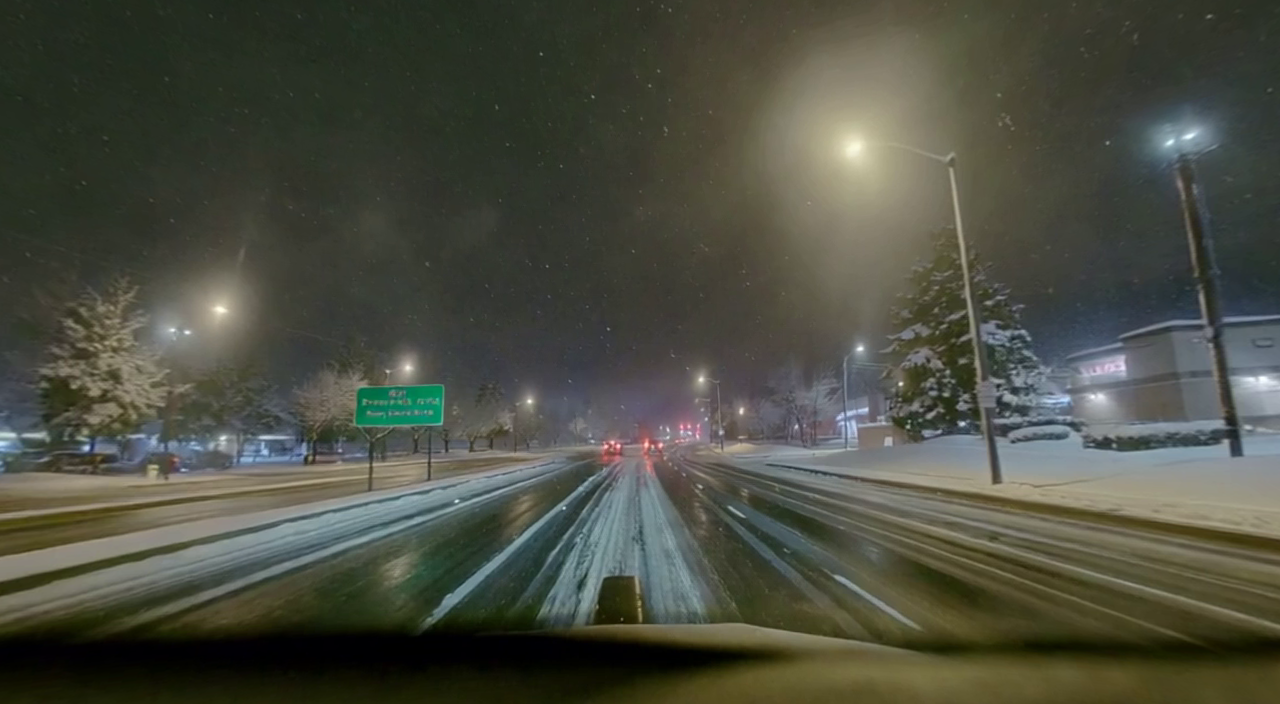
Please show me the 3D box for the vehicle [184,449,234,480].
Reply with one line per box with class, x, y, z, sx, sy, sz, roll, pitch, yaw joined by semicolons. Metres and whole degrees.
vehicle;-29.722;7.711;43.710;1.950;1.961;4.927;4;-10;-24
